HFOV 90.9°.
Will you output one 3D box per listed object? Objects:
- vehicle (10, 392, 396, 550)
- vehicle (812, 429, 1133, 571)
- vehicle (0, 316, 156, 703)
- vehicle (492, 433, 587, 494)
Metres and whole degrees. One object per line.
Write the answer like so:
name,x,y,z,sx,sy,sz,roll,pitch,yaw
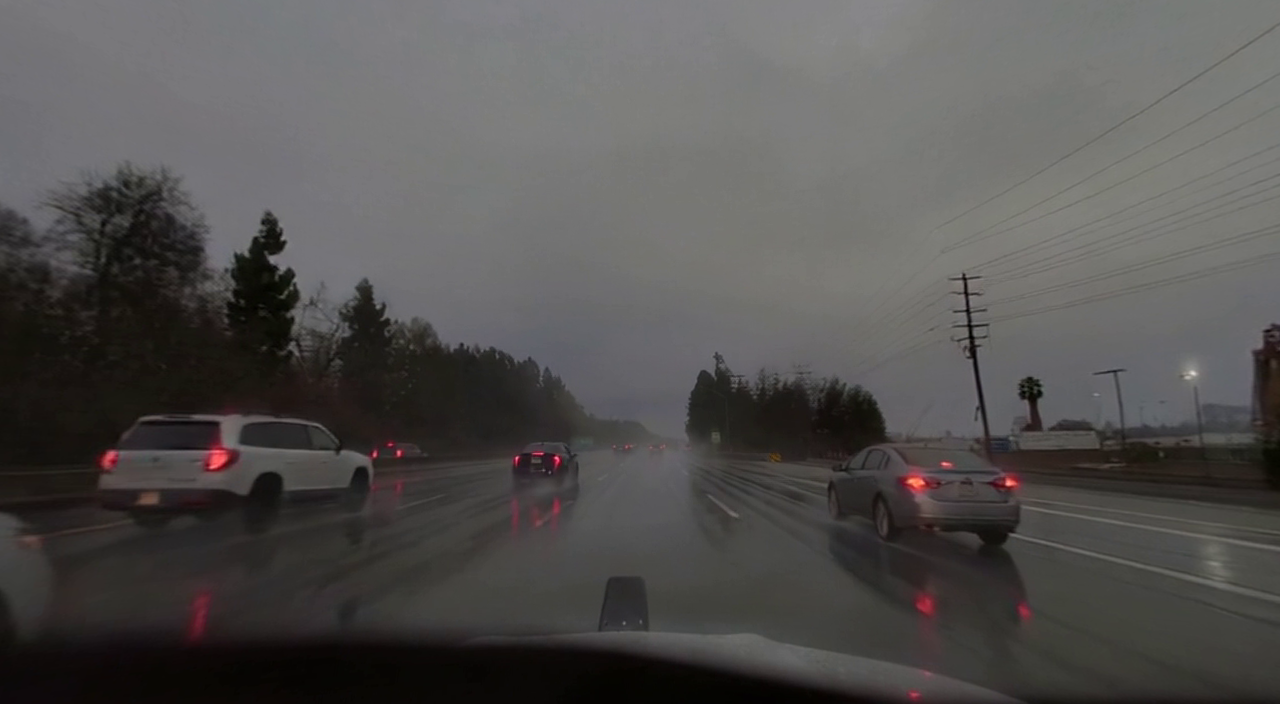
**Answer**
vehicle,-6.827,1.973,11.146,2.658,2.048,5.689,0,-8,1
vehicle,4.144,1.901,9.014,2.022,1.472,4.678,0,-8,0
vehicle,-3.402,0.531,0.643,2.133,1.775,4.530,0,-8,1
vehicle,-2.991,3.447,19.896,2.133,1.668,4.505,0,-8,2
